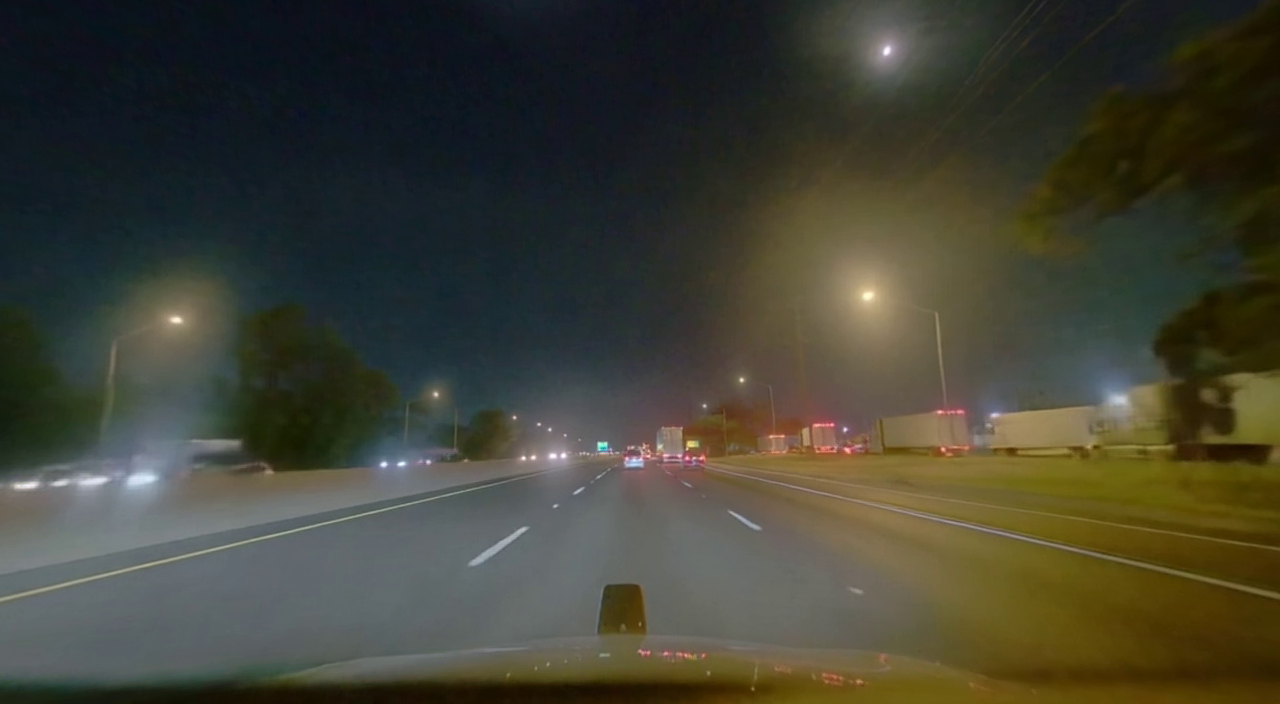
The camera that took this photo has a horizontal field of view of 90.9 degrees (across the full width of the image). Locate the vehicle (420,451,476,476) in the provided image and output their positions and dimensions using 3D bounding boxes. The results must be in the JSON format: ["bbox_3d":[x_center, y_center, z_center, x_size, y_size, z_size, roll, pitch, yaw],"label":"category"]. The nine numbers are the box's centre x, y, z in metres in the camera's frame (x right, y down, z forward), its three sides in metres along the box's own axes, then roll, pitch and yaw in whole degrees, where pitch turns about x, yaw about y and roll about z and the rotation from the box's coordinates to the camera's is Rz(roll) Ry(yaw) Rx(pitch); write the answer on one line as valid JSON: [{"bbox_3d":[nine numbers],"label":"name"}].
[{"bbox_3d":[-11.898,6.918,39.372,2.010,1.472,4.552,0,-9,1],"label":"vehicle"}]

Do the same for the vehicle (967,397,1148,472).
[{"bbox_3d":[24.153,5.088,37.832,2.849,3.732,12.220,-1,-9,2],"label":"vehicle"}]

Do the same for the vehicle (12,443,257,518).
[{"bbox_3d":[-11.771,2.992,15.256,1.950,1.505,4.757,0,-9,0],"label":"vehicle"}]

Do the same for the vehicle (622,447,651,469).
[{"bbox_3d":[-0.273,8.227,49.050,2.111,1.599,3.859,0,-9,0],"label":"vehicle"}]

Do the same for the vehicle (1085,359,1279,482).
[{"bbox_3d":[23.616,2.402,22.028,2.915,4.218,17.329,0,-9,-2],"label":"vehicle"}]

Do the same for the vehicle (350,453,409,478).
[{"bbox_3d":[-16.058,6.991,39.057,1.862,1.473,4.209,0,-9,1],"label":"vehicle"}]
